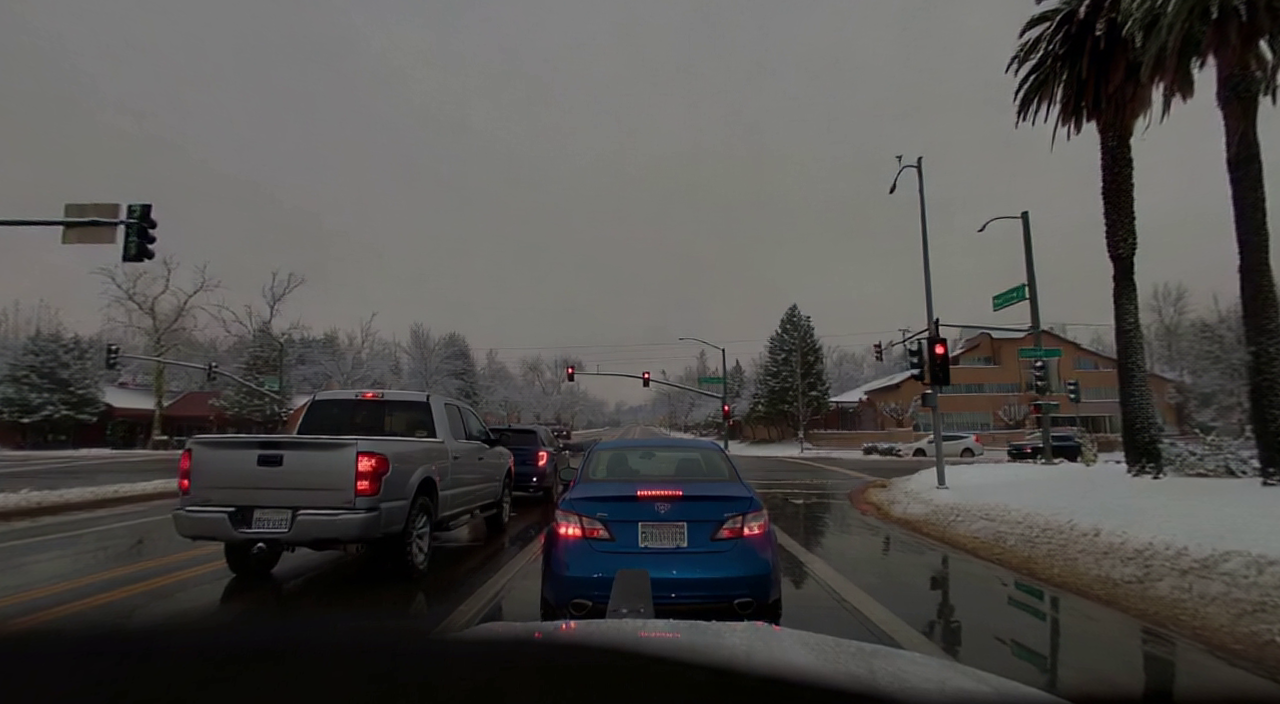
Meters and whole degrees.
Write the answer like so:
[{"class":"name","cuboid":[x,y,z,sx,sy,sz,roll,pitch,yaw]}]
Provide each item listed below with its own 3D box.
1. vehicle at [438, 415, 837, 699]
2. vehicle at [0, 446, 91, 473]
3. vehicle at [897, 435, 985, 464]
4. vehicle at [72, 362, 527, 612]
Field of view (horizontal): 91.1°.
[{"class":"vehicle","cuboid":[0.012,1.404,5.500,2.122,1.501,4.152,0,-8,1]},{"class":"vehicle","cuboid":[-37.152,6.629,38.829,4.576,1.617,1.937,0,-8,2]},{"class":"vehicle","cuboid":[18.771,6.090,39.294,4.466,1.717,1.963,0,-8,2]},{"class":"vehicle","cuboid":[-3.243,1.480,7.895,2.330,1.969,5.626,-1,-8,3]}]
